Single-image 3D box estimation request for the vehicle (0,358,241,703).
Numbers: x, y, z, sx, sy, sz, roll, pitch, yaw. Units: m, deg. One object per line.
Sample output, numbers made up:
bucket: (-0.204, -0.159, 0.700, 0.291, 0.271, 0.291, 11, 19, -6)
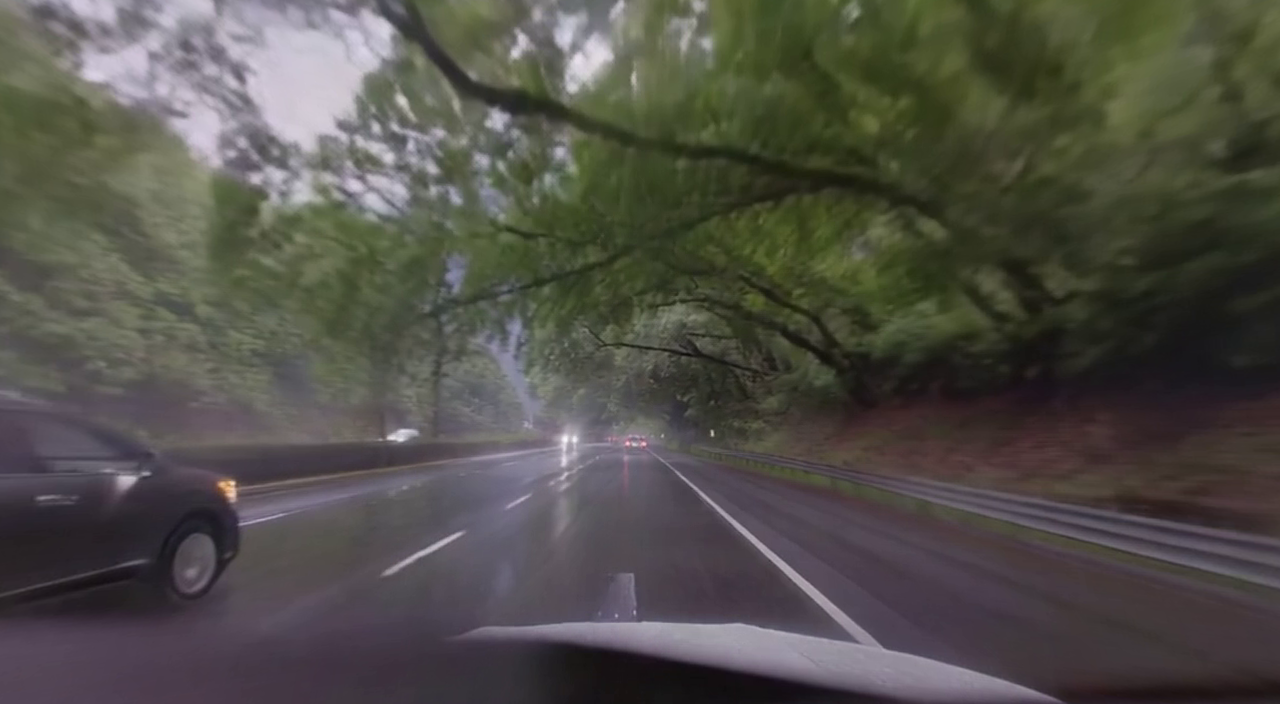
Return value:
vehicle: (-4.144, 0.843, 2.842, 2.034, 1.675, 4.080, 0, -8, -1)
